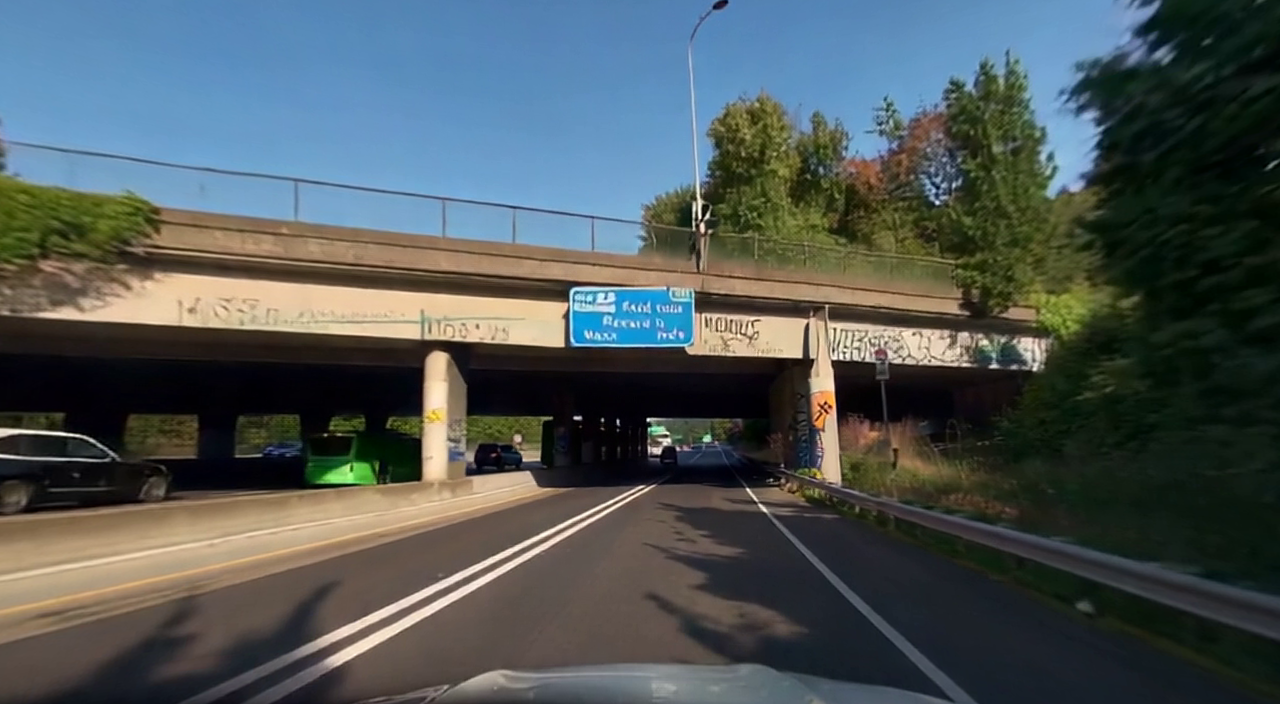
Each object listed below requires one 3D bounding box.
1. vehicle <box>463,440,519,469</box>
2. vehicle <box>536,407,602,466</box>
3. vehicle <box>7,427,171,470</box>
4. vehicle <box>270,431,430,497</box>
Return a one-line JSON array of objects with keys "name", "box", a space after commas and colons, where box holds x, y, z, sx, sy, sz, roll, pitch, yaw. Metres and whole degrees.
[{"name": "vehicle", "box": [-9.497, 6.548, 40.598, 1.962, 1.731, 4.523, -1, -8, 7]}, {"name": "vehicle", "box": [-5.088, 6.389, 47.425, 2.942, 3.975, 9.515, -1, -8, 6]}, {"name": "vehicle", "box": [-20.404, 3.621, 23.694, 1.833, 1.452, 4.450, -1, -9, 7]}, {"name": "vehicle", "box": [-8.012, 3.124, 18.033, 1.979, 1.600, 4.516, -1, -8, 7]}]
